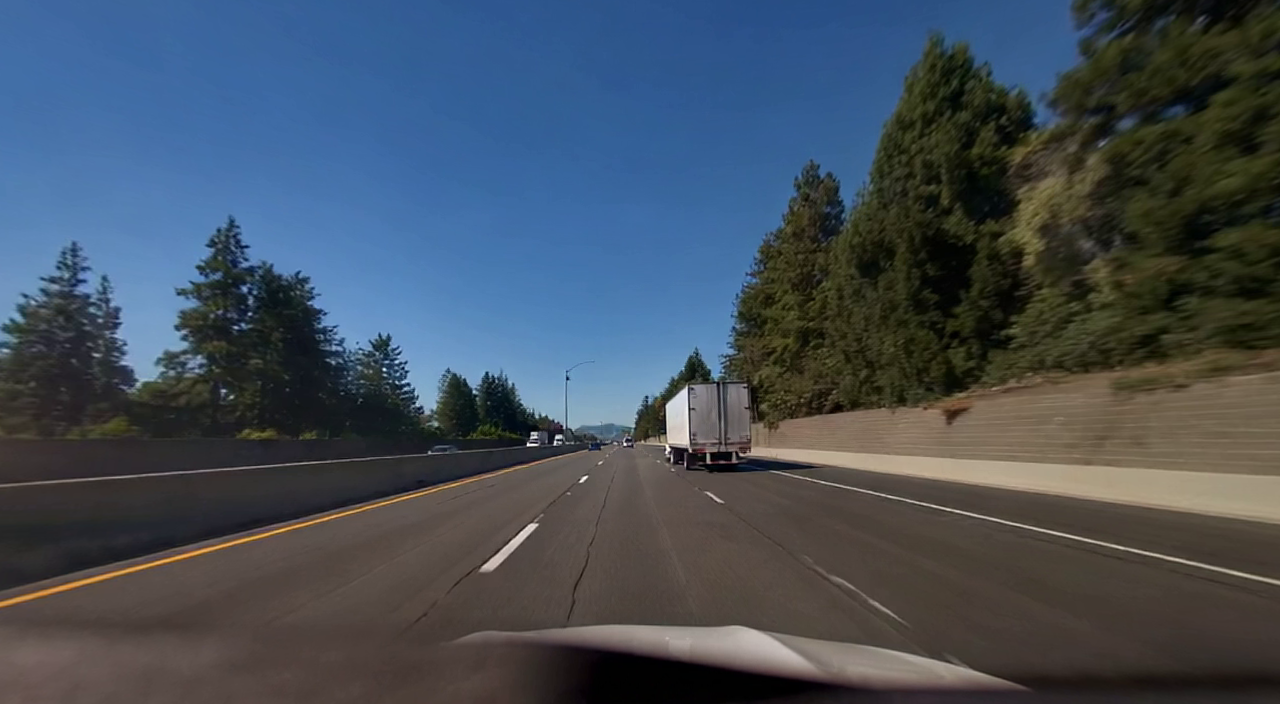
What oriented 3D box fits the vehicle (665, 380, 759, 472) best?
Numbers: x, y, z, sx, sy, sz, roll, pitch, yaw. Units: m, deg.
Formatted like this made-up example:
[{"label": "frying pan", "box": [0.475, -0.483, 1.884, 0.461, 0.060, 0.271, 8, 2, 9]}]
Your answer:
[{"label": "vehicle", "box": [3.593, 4.373, 36.222, 3.489, 4.211, 14.193, 0, -8, -1]}]
